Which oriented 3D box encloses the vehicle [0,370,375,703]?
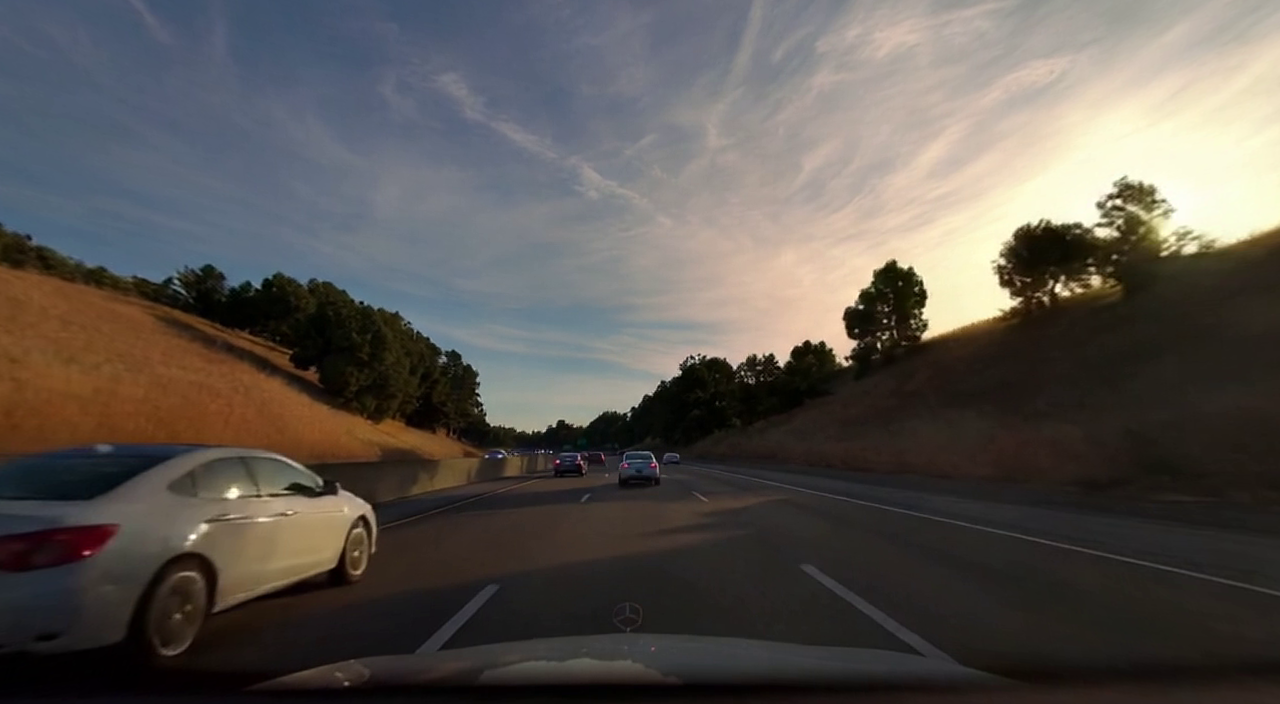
[{"bbox_3d":[-3.697,1.154,4.251,2.048,1.621,4.058,0,-9,0],"label":"vehicle"}]

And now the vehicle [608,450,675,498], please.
[{"bbox_3d":[0.015,3.989,20.960,2.023,1.400,4.028,0,-9,-1],"label":"vehicle"}]

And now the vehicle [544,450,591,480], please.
[{"bbox_3d":[-3.969,6.254,35.131,2.153,1.581,4.375,0,-9,0],"label":"vehicle"}]
